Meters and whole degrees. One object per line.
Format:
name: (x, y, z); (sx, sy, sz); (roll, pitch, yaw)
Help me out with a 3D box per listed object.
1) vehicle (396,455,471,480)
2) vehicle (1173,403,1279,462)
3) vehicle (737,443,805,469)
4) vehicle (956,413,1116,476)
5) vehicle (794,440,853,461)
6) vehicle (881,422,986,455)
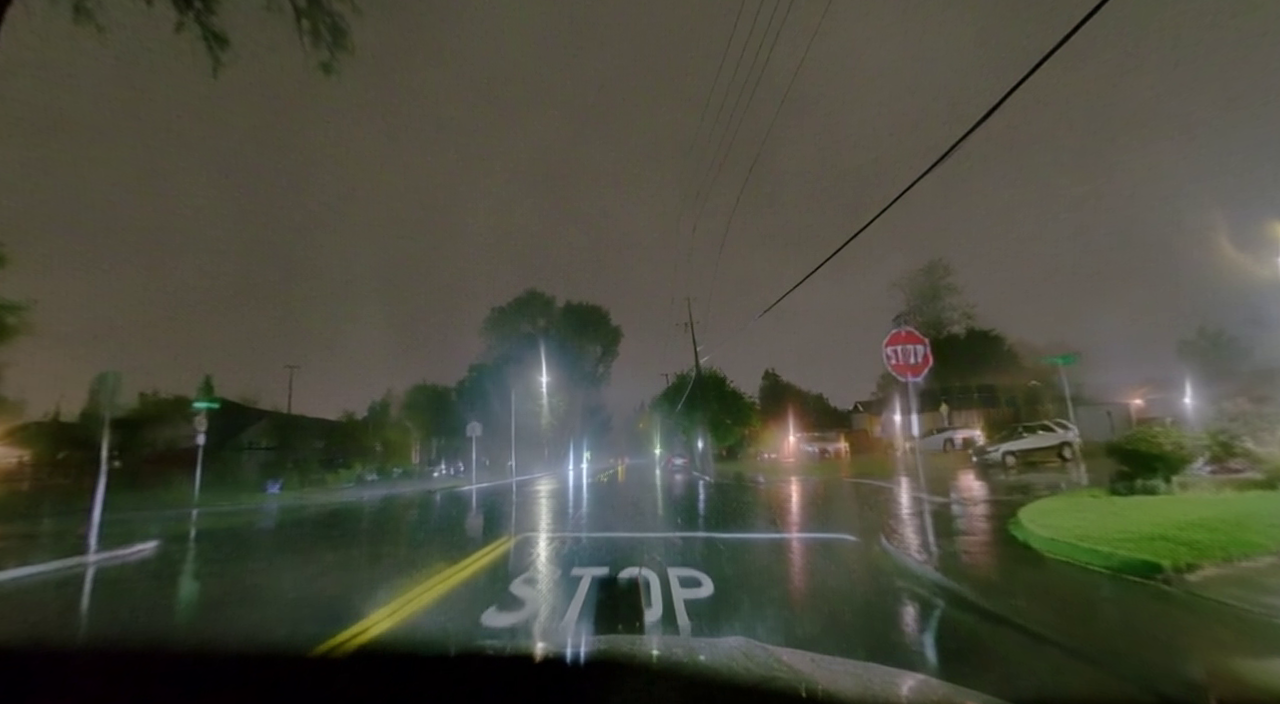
vehicle: (-12.339, 6.917, 37.914); (3.937, 1.390, 1.644); (0, -8, 0)
vehicle: (17.499, 2.254, 17.559); (4.682, 1.483, 1.917); (3, -9, -21)
vehicle: (9.450, 7.526, 45.601); (4.399, 1.537, 1.859); (4, -20, -21)
vehicle: (15.065, 3.547, 24.129); (4.788, 1.875, 2.148); (1, -20, -15)
vehicle: (13.834, 7.414, 47.658); (4.032, 1.444, 1.747); (3, -9, -22)
vehicle: (14.950, 4.474, 32.435); (1.960, 1.584, 4.669); (3, -9, -23)
